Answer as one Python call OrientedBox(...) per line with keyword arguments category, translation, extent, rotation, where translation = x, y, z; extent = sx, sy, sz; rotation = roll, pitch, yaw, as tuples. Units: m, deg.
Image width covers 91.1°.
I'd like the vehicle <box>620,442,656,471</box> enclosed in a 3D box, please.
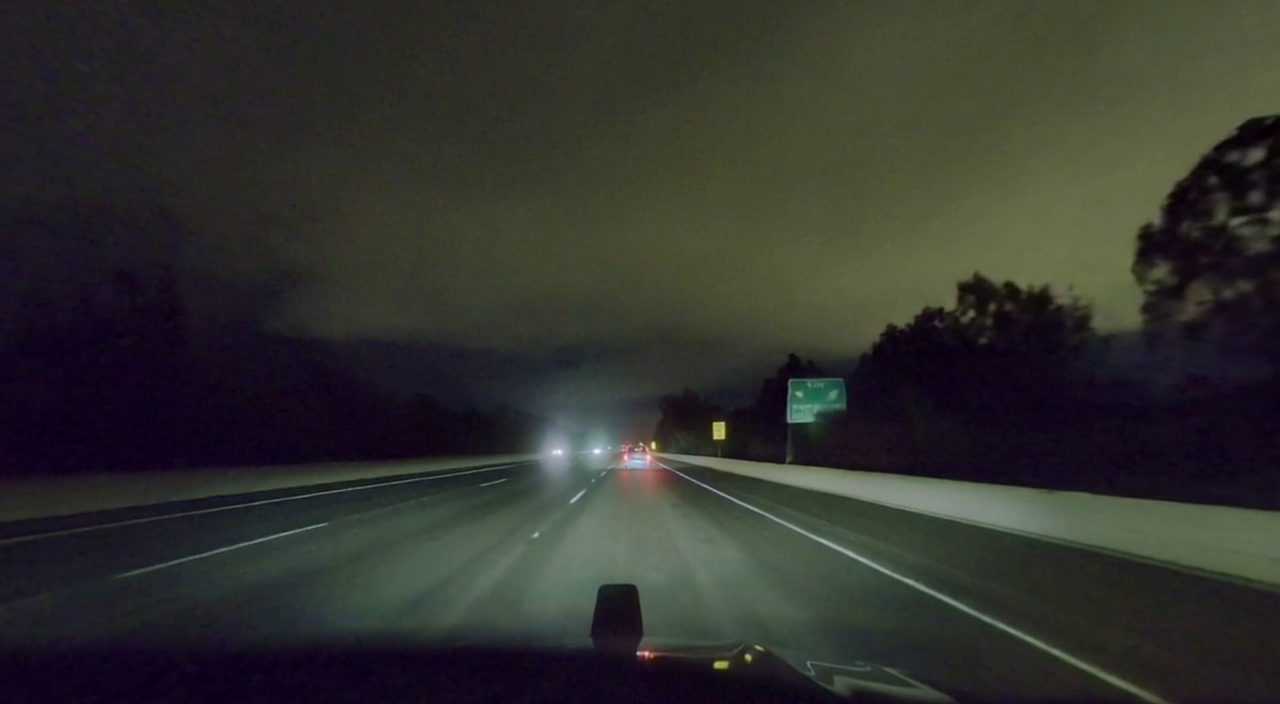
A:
OrientedBox(category="vehicle", translation=(-0.153, 6.540, 39.428), extent=(2.120, 1.715, 4.153), rotation=(0, -9, -1))
